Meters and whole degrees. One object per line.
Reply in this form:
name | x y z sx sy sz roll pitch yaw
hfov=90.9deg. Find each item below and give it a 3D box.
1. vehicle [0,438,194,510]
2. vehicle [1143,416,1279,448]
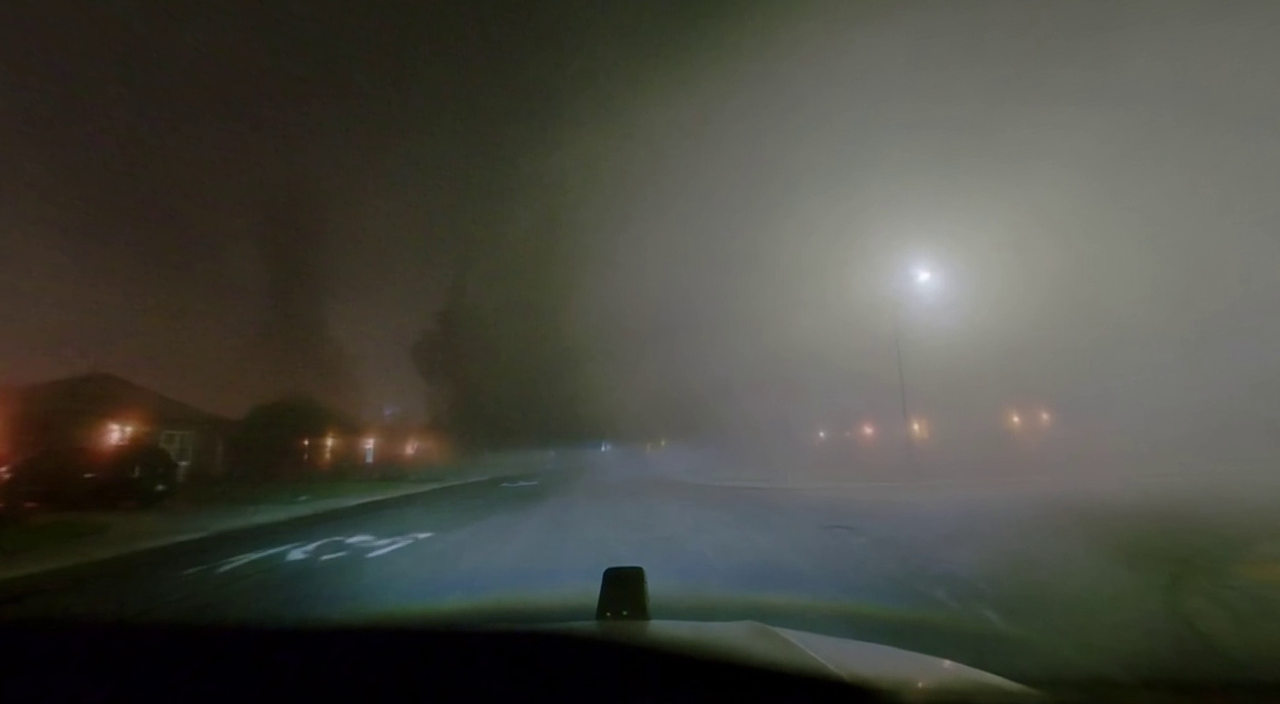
vehicle | -15.188 3.201 16.822 4.837 1.785 2.115 0 -8 -3
vehicle | 27.766 3.975 30.846 1.845 1.450 4.991 1 -8 -6
